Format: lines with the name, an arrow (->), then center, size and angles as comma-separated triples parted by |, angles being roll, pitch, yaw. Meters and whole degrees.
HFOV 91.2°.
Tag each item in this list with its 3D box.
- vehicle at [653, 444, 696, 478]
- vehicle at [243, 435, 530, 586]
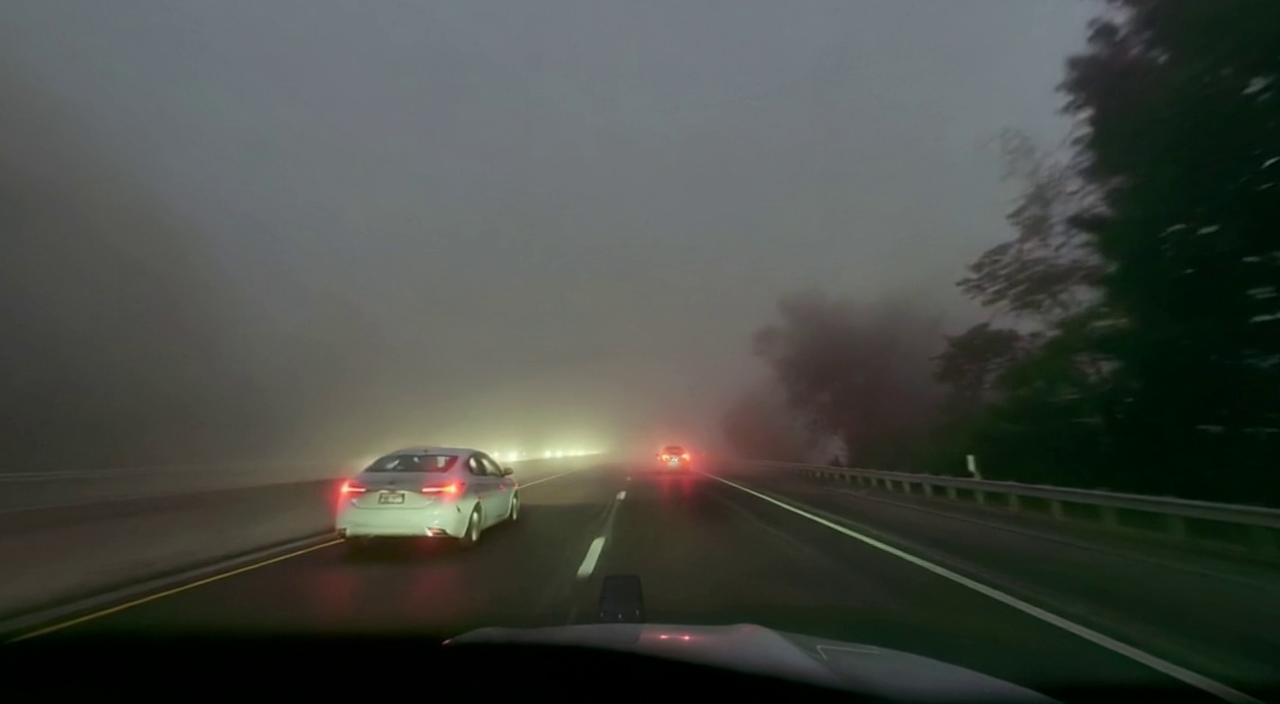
vehicle -> 1.643, 5.344, 30.920 | 1.910, 1.554, 3.718 | 0, -9, 0
vehicle -> -2.899, 1.900, 8.377 | 2.013, 1.479, 4.169 | 0, -9, 1
